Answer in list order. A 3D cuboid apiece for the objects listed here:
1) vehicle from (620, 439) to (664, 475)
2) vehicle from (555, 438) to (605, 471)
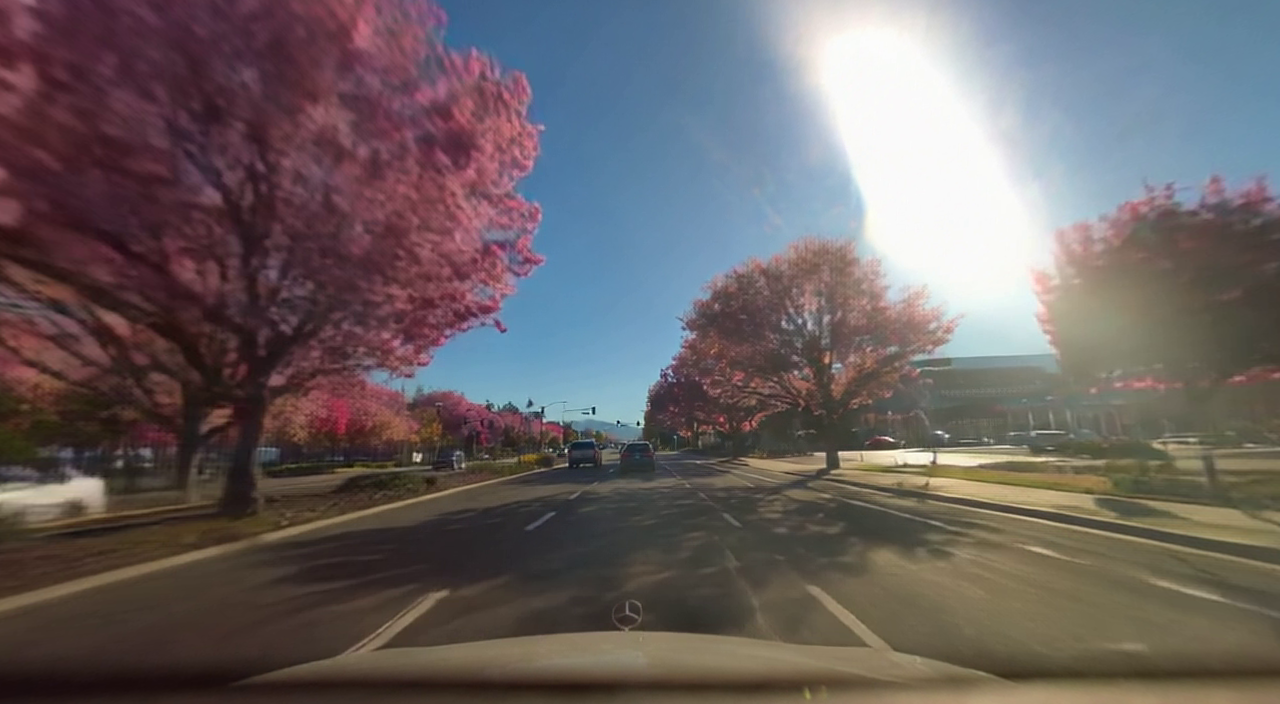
[{"bbox_3d":[0.136,5.426,32.654,2.149,1.701,4.379,0,-8,1],"label":"vehicle"},{"bbox_3d":[-3.470,6.071,37.491,2.453,1.844,4.751,0,-8,1],"label":"vehicle"}]
